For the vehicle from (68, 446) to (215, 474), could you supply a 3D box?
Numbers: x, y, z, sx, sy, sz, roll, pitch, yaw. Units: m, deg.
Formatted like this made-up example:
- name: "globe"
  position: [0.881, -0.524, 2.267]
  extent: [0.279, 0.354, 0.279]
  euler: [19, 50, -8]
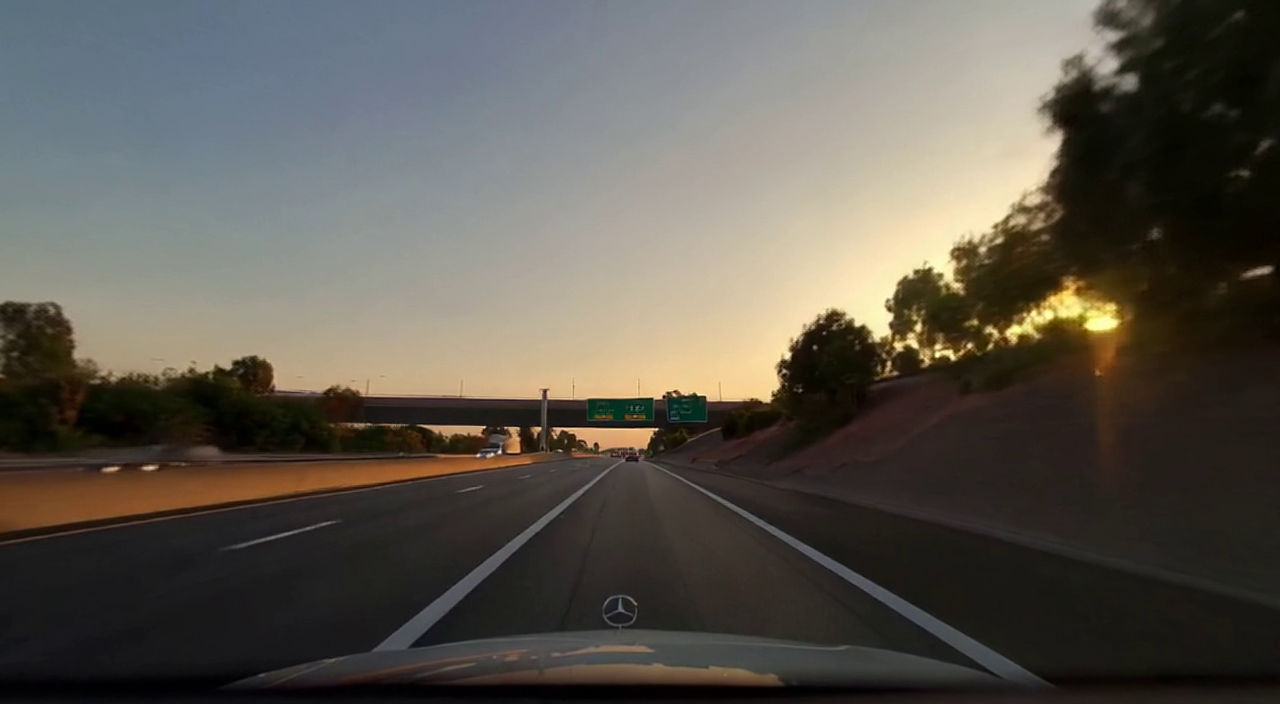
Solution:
- name: "vehicle"
  position: [-20.335, 4.428, 25.935]
  extent: [1.981, 1.049, 5.133]
  euler: [0, -9, -1]
